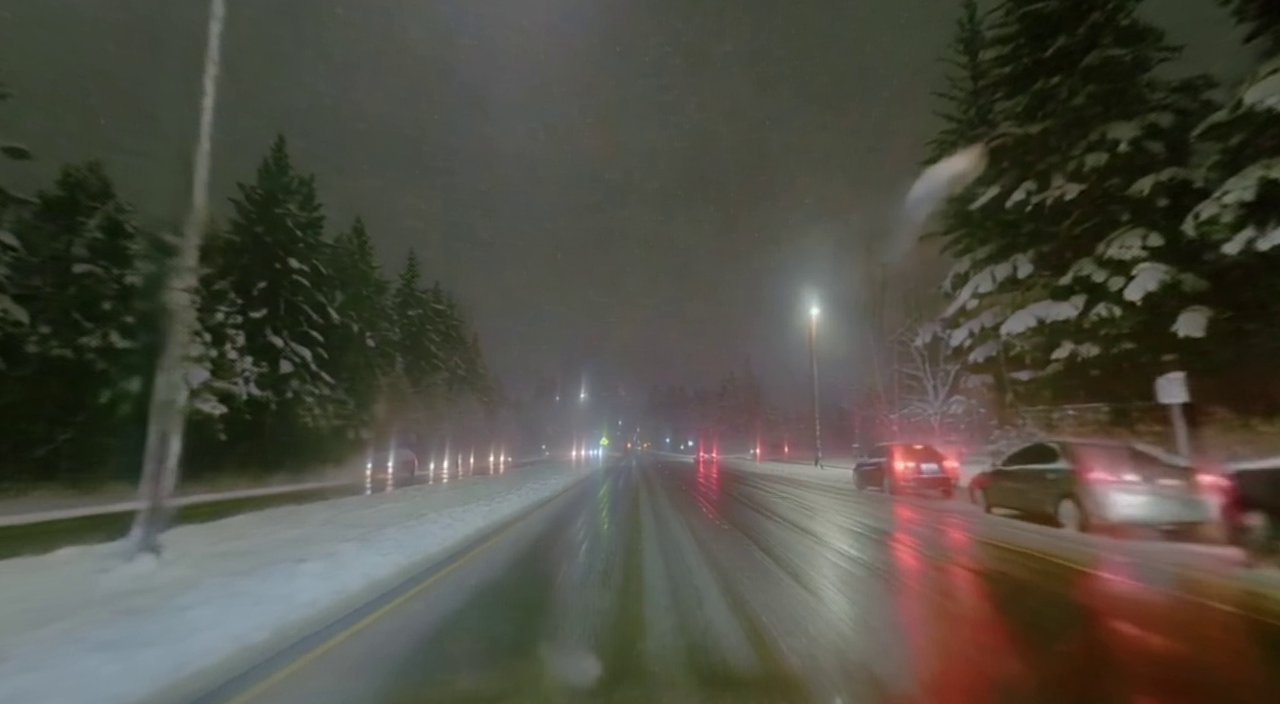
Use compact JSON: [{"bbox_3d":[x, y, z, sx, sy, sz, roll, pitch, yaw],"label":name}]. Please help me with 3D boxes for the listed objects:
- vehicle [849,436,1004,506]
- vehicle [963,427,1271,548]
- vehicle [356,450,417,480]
[{"bbox_3d":[7.243,3.028,16.594,1.838,1.554,4.607,0,-8,-1],"label":"vehicle"},{"bbox_3d":[7.445,2.119,10.554,1.773,1.575,4.168,0,-8,-2],"label":"vehicle"},{"bbox_3d":[-17.781,7.910,44.656,1.999,1.875,5.842,-1,-8,-1],"label":"vehicle"}]
